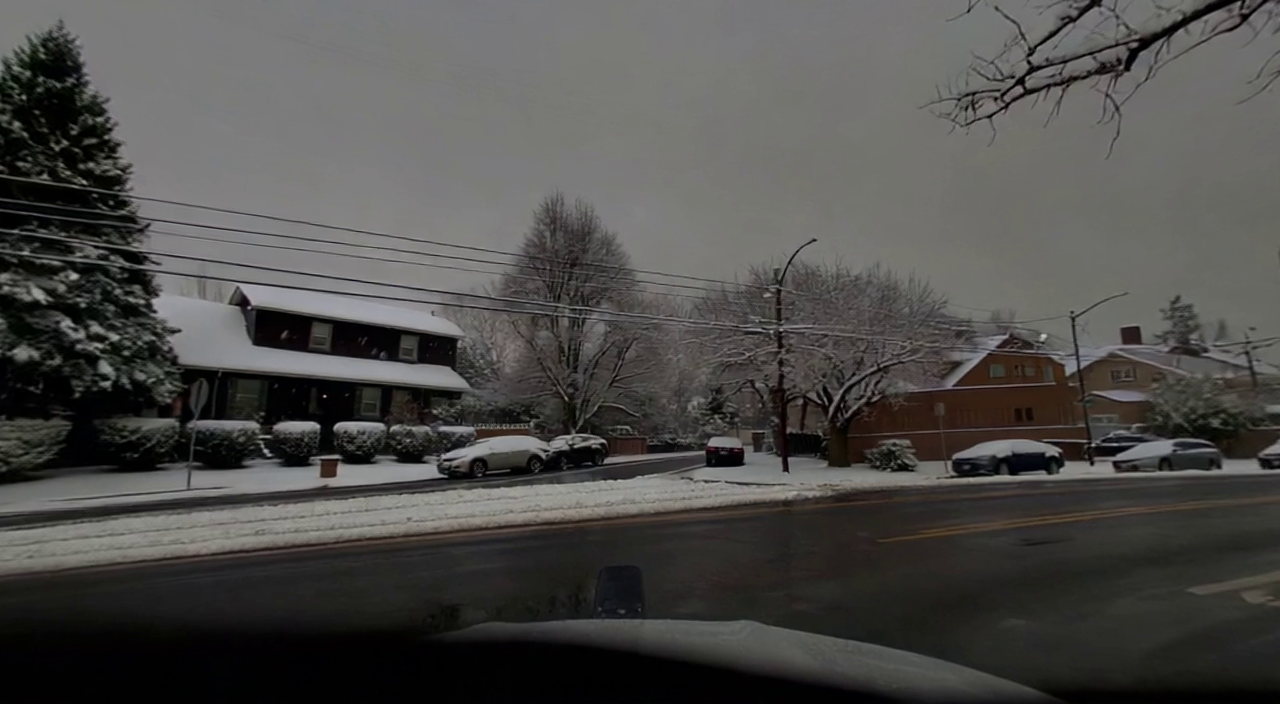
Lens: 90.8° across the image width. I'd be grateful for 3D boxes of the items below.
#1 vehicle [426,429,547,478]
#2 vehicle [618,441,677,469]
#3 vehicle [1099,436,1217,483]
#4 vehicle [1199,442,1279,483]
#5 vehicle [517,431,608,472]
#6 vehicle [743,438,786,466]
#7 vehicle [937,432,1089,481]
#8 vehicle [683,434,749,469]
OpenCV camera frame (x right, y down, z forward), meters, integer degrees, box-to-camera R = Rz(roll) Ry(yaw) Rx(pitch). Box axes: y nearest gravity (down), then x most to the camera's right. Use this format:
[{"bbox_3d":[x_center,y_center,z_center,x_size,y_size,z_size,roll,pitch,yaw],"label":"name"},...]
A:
[{"bbox_3d":[-6.457,4.394,27.514,2.152,1.877,5.701,-4,-9,21],"label":"vehicle"},{"bbox_3d":[0.614,7.273,44.791,2.287,1.830,5.343,-4,-9,23],"label":"vehicle"},{"bbox_3d":[22.182,4.558,27.047,4.414,1.837,1.937,3,-9,-23],"label":"vehicle"},{"bbox_3d":[29.819,5.262,30.406,5.499,1.837,2.089,4,-9,-24],"label":"vehicle"},{"bbox_3d":[-3.936,5.212,33.316,2.283,1.909,5.692,-4,-9,21],"label":"vehicle"},{"bbox_3d":[8.250,6.568,41.661,1.989,1.683,3.918,-4,-9,22],"label":"vehicle"},{"bbox_3d":[13.927,3.973,23.615,5.197,1.431,2.136,7,-13,-22],"label":"vehicle"},{"bbox_3d":[3.858,4.935,31.501,1.981,1.579,4.446,-4,-9,24],"label":"vehicle"}]
